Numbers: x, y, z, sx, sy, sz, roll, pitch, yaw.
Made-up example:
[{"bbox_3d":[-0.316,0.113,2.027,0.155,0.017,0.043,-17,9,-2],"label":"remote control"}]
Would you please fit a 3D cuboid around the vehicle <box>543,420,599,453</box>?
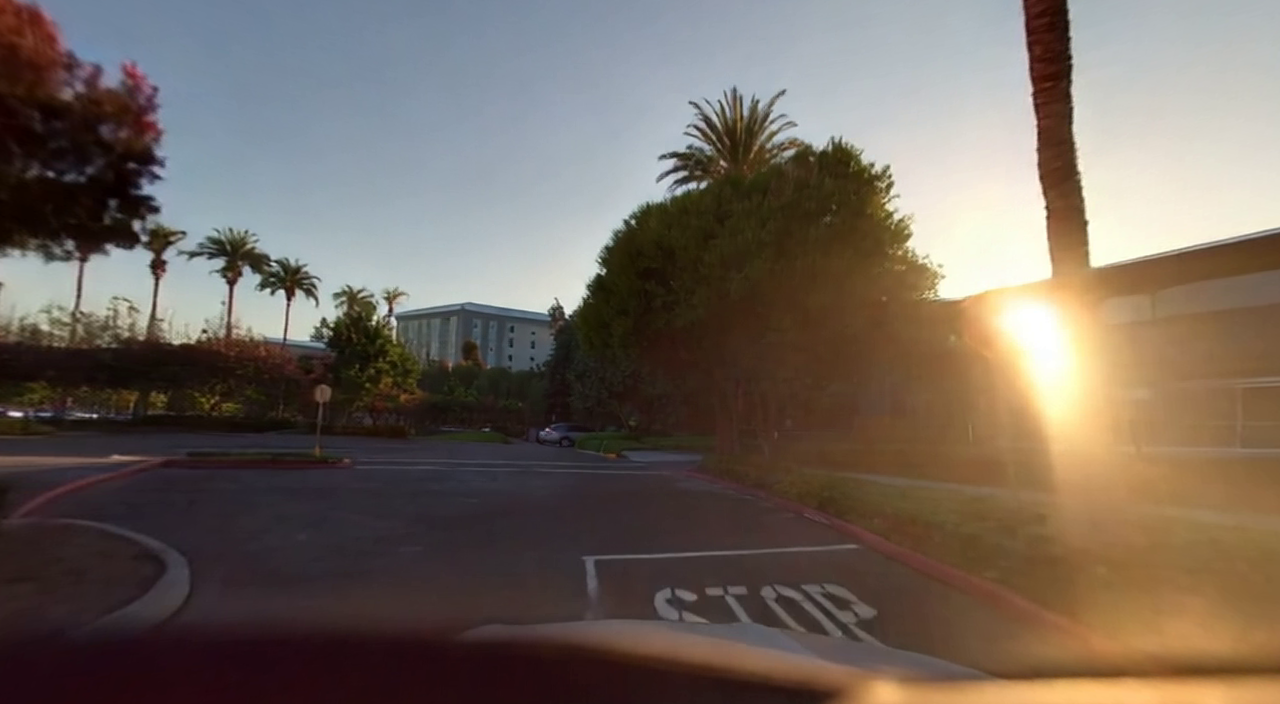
[{"bbox_3d":[-3.965,4.825,35.650,2.071,1.700,4.367,3,-9,-21],"label":"vehicle"}]
